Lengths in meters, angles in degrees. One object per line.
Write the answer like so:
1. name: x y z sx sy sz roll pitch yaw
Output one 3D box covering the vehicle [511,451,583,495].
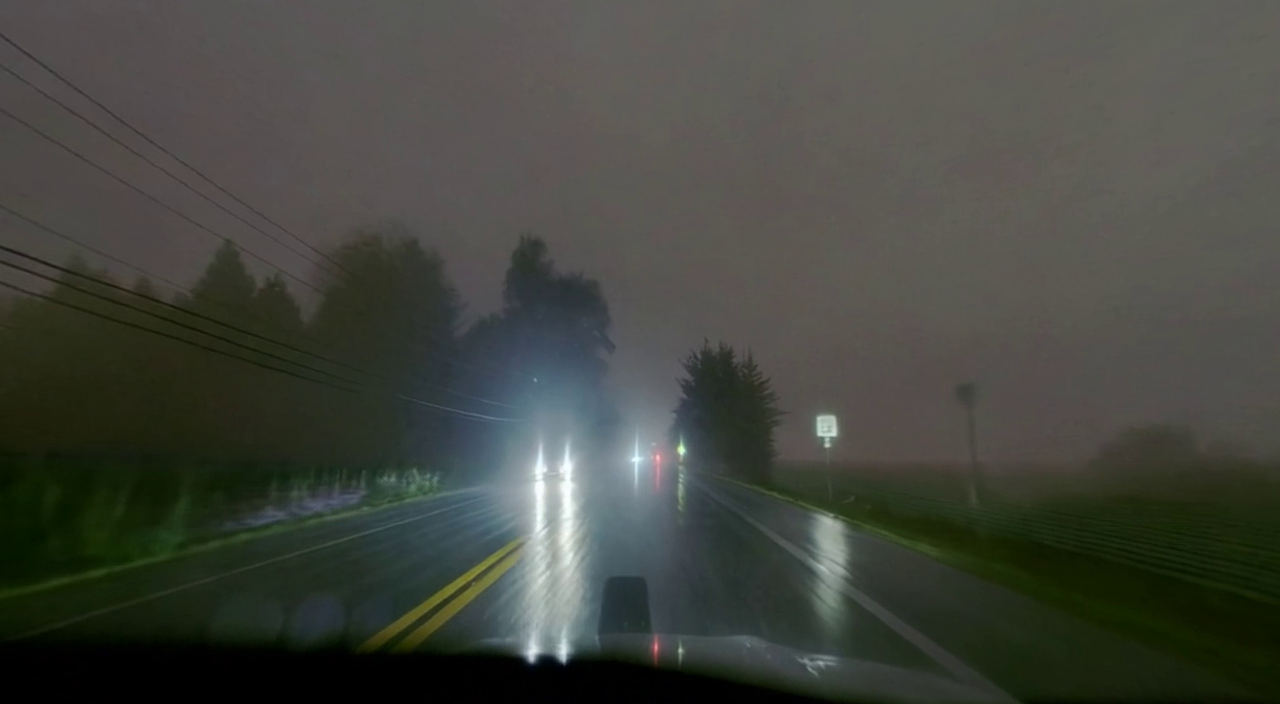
1. vehicle: -3.471 4.607 24.411 1.937 1.473 4.570 0 -8 2
